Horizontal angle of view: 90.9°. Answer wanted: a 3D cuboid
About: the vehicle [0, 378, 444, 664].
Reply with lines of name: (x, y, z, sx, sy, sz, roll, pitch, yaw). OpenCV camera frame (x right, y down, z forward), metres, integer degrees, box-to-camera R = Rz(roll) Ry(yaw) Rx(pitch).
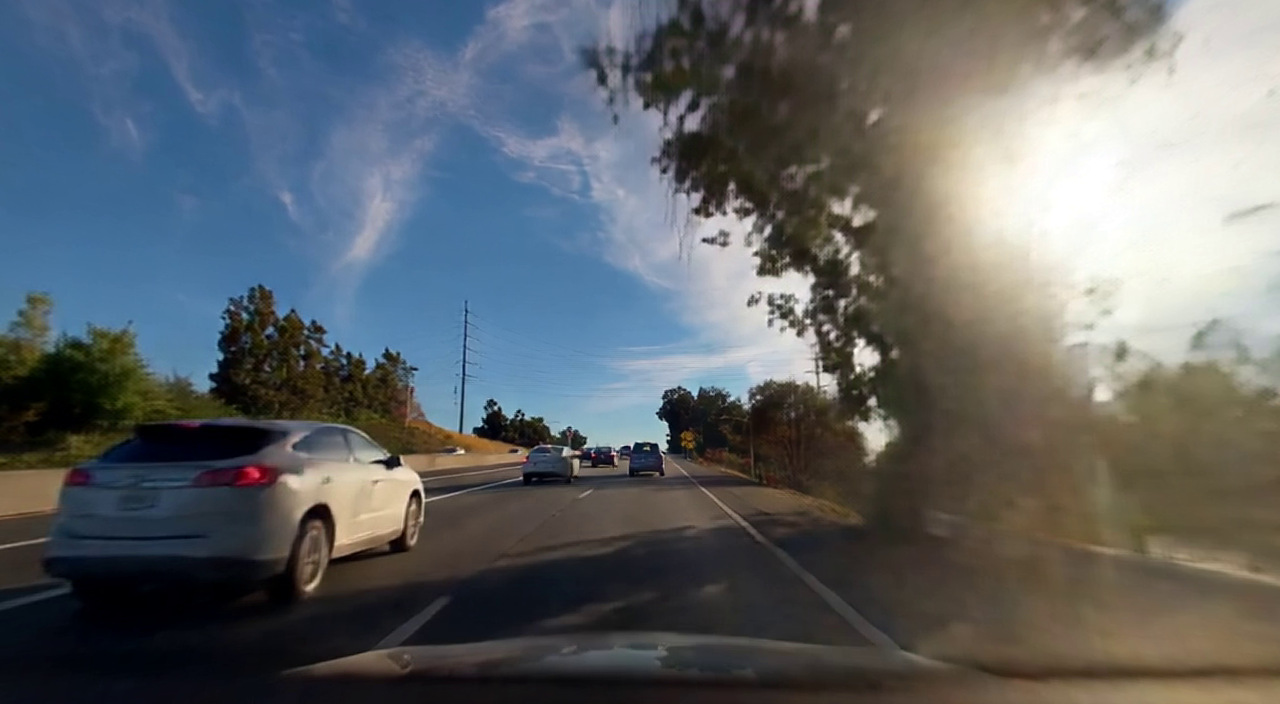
vehicle: (-3.760, 1.375, 6.228, 2.104, 1.754, 4.515, 0, -8, 1)

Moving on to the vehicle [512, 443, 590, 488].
vehicle: (-3.130, 4.079, 23.095, 2.092, 1.464, 4.466, 0, -8, 2)

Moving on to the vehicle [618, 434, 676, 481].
vehicle: (0.310, 4.536, 27.364, 2.319, 1.813, 4.274, 0, -8, 1)

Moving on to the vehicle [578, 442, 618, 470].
vehicle: (-2.677, 6.755, 41.067, 2.051, 1.695, 4.731, -1, -8, 3)

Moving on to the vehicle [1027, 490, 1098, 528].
vehicle: (30.444, 11.286, 45.682, 2.164, 2.048, 5.656, -2, -9, 11)
